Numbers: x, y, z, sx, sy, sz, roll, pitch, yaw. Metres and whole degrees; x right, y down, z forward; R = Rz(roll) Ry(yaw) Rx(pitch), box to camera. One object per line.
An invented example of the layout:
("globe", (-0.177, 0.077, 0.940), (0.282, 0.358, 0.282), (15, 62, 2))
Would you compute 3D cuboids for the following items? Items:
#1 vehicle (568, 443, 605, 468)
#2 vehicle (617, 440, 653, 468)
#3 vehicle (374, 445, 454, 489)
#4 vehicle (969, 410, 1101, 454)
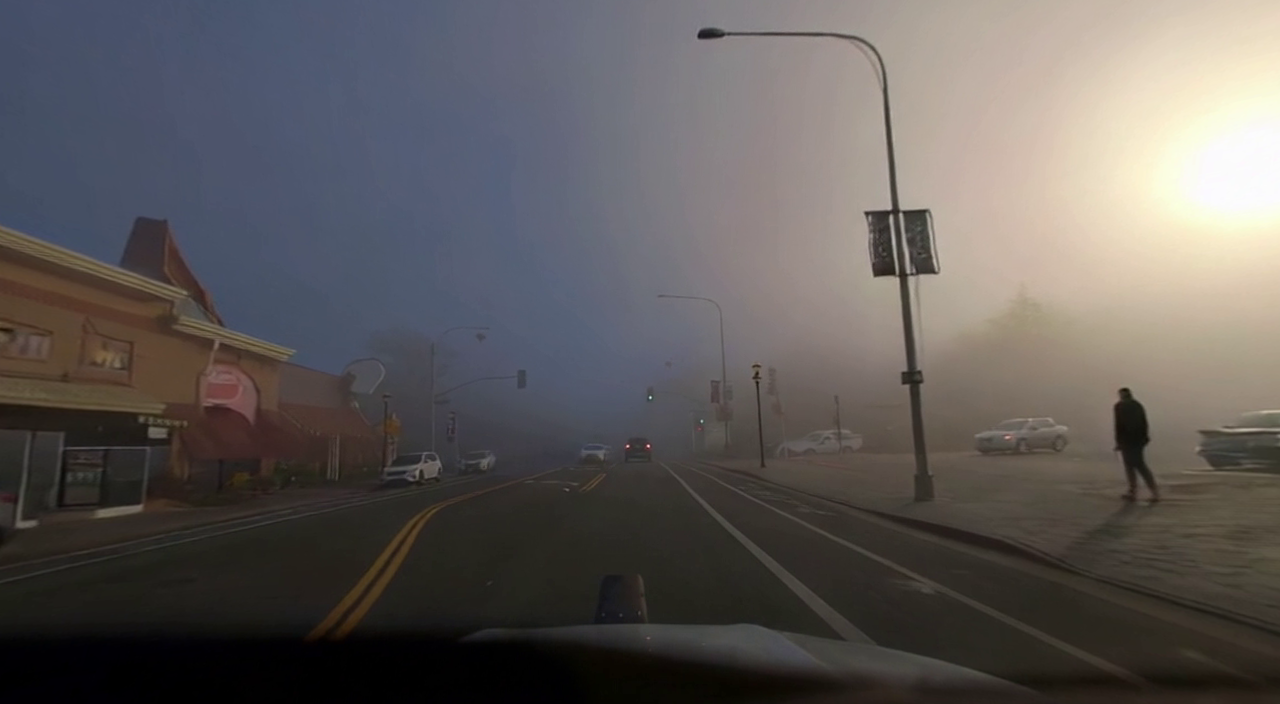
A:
("vehicle", (-3.203, 6.308, 38.730), (1.987, 1.461, 4.228), (0, -8, -1))
("vehicle", (-0.273, 6.229, 38.850), (2.105, 1.611, 3.750), (0, -8, 0))
("vehicle", (-10.881, 5.523, 30.837), (2.033, 1.930, 4.786), (0, -8, 1))
("vehicle", (16.697, 3.433, 26.887), (4.135, 1.753, 2.122), (0, -8, 2))
